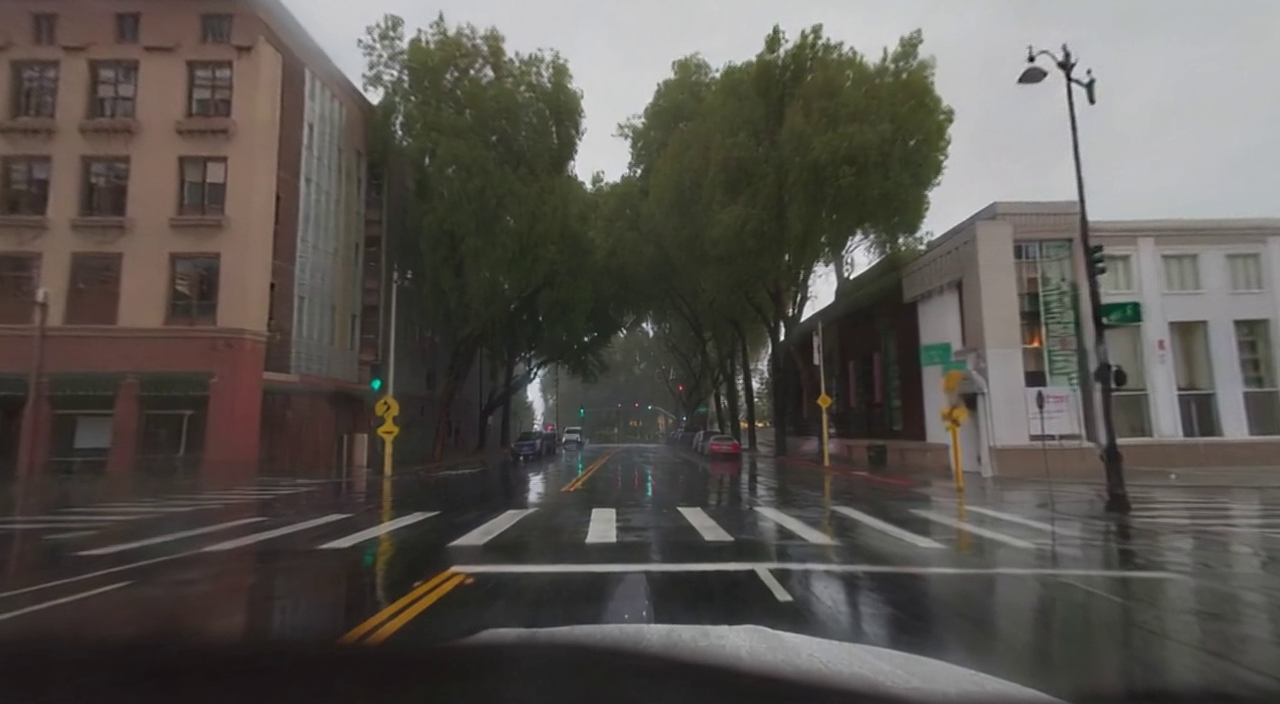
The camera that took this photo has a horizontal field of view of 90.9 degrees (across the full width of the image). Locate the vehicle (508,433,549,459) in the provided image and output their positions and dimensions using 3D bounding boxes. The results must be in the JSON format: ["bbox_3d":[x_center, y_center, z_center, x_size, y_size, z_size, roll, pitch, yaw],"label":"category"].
[{"bbox_3d":[-7.392,6.249,42.076,2.127,1.533,4.547,-1,-8,-3],"label":"vehicle"}]

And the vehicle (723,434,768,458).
[{"bbox_3d":[6.783,6.099,40.948,1.997,1.510,4.455,0,-8,-2],"label":"vehicle"}]
